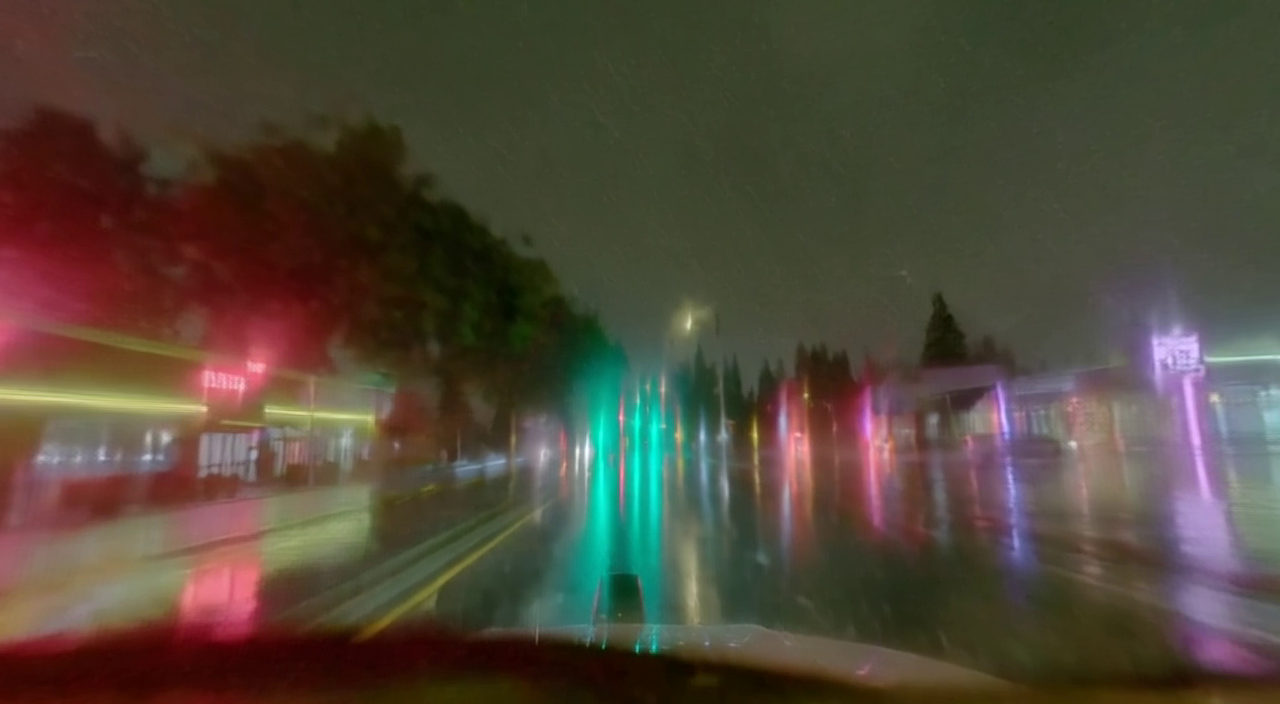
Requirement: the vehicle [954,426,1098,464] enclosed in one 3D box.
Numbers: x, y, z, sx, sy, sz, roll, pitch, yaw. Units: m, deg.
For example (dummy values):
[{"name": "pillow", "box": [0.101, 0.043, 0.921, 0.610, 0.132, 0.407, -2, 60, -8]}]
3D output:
[{"name": "vehicle", "box": [16.255, 3.934, 26.686, 4.701, 1.500, 2.050, 0, -8, 0]}]
